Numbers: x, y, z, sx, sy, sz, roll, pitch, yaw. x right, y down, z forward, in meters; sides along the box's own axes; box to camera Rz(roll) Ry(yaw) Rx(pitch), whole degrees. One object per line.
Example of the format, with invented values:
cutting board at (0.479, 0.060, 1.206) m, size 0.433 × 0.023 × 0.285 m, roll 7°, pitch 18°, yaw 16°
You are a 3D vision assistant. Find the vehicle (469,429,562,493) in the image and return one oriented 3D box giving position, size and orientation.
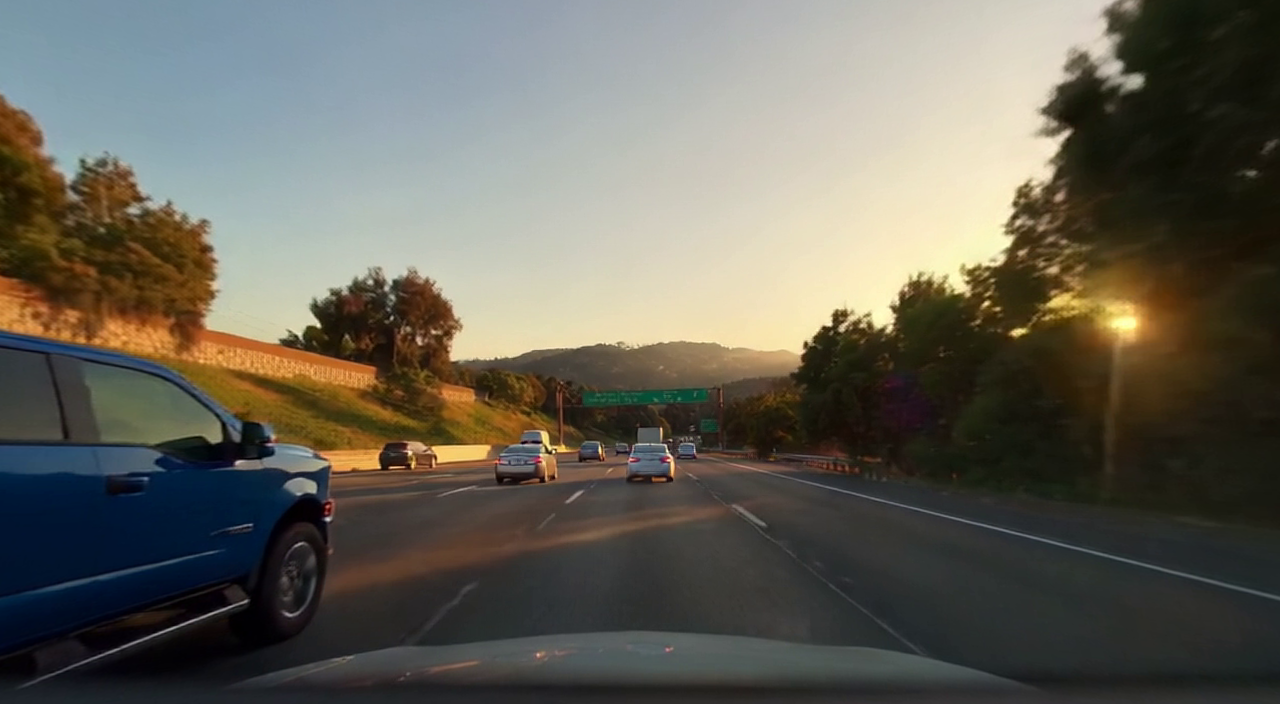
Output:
vehicle at (-3.654, 3.294, 19.352) m, size 1.903 × 1.721 × 4.210 m, roll 0°, pitch -8°, yaw 1°

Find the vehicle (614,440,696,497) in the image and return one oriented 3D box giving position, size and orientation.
vehicle at (0.380, 3.234, 17.943) m, size 2.054 × 1.421 × 4.090 m, roll 0°, pitch -8°, yaw 0°

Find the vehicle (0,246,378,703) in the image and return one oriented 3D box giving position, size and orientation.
vehicle at (-3.459, 0.668, 2.380) m, size 2.269 × 2.060 × 5.933 m, roll 0°, pitch -8°, yaw 1°

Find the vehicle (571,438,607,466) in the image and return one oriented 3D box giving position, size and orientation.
vehicle at (-3.219, 6.429, 40.720) m, size 1.897 × 1.646 × 4.049 m, roll 0°, pitch -8°, yaw 1°

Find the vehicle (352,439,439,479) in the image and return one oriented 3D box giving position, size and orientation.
vehicle at (-10.437, 4.578, 27.292) m, size 1.941 × 1.602 × 4.277 m, roll 0°, pitch -8°, yaw 2°
